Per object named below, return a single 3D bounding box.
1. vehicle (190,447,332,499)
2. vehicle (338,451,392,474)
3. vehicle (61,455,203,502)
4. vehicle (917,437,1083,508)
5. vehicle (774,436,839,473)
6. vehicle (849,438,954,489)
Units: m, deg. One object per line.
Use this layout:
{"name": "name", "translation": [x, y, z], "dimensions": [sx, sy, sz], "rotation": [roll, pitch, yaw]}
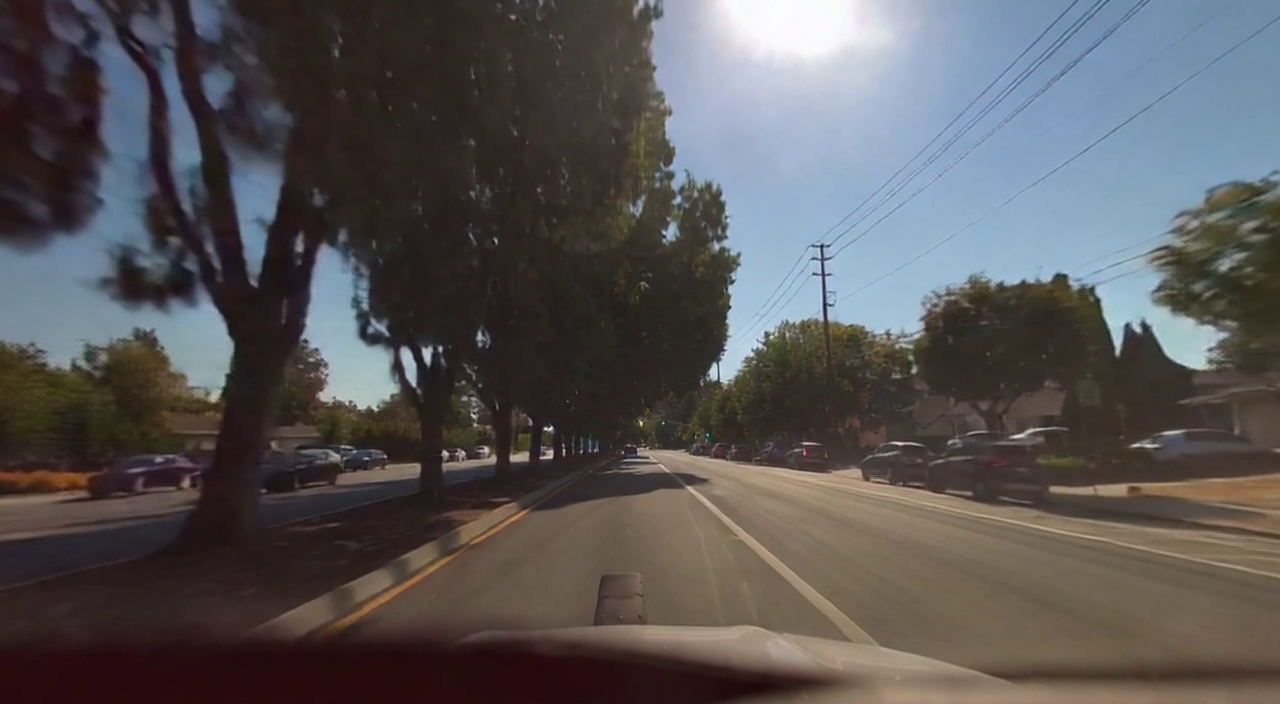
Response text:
{"name": "vehicle", "translation": [-12.206, 3.867, 20.755], "dimensions": [1.874, 1.475, 4.453], "rotation": [-1, -8, 0]}
{"name": "vehicle", "translation": [-18.598, 7.493, 42.939], "dimensions": [1.732, 1.460, 3.932], "rotation": [-1, -9, 3]}
{"name": "vehicle", "translation": [-18.322, 4.537, 23.078], "dimensions": [1.702, 1.452, 4.161], "rotation": [-1, -8, 0]}
{"name": "vehicle", "translation": [9.724, 3.262, 17.603], "dimensions": [1.885, 1.685, 4.430], "rotation": [0, -8, -2]}
{"name": "vehicle", "translation": [9.664, 6.011, 37.304], "dimensions": [2.209, 1.982, 5.787], "rotation": [-1, -8, 0]}
{"name": "vehicle", "translation": [9.624, 4.118, 23.655], "dimensions": [1.949, 1.698, 4.351], "rotation": [0, -8, -1]}
